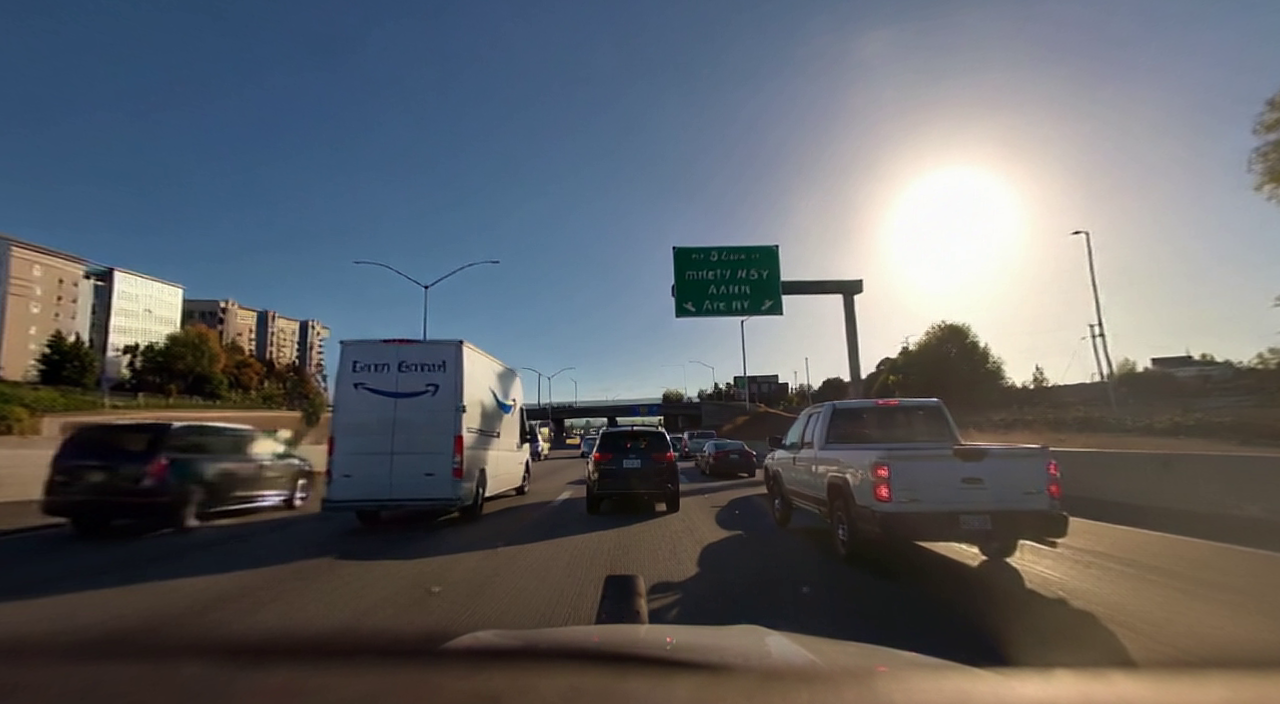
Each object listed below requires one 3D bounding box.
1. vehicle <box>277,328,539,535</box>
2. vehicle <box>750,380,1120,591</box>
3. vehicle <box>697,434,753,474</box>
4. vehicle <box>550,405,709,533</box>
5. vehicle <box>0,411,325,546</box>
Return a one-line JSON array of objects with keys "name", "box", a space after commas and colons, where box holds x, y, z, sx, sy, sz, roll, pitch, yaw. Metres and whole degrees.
[{"name": "vehicle", "box": [-3.687, 1.555, 11.978, 2.415, 2.821, 6.636, 0, -9, 0]}, {"name": "vehicle", "box": [3.121, 1.591, 8.340, 2.341, 1.890, 5.144, 1, -9, -1]}, {"name": "vehicle", "box": [3.941, 4.814, 29.997, 2.064, 1.720, 4.416, 0, -9, 0]}, {"name": "vehicle", "box": [-0.146, 2.018, 11.328, 2.287, 1.823, 4.369, 0, -9, 0]}, {"name": "vehicle", "box": [-7.196, 1.864, 9.927, 2.031, 1.583, 4.646, 0, -9, 0]}]
